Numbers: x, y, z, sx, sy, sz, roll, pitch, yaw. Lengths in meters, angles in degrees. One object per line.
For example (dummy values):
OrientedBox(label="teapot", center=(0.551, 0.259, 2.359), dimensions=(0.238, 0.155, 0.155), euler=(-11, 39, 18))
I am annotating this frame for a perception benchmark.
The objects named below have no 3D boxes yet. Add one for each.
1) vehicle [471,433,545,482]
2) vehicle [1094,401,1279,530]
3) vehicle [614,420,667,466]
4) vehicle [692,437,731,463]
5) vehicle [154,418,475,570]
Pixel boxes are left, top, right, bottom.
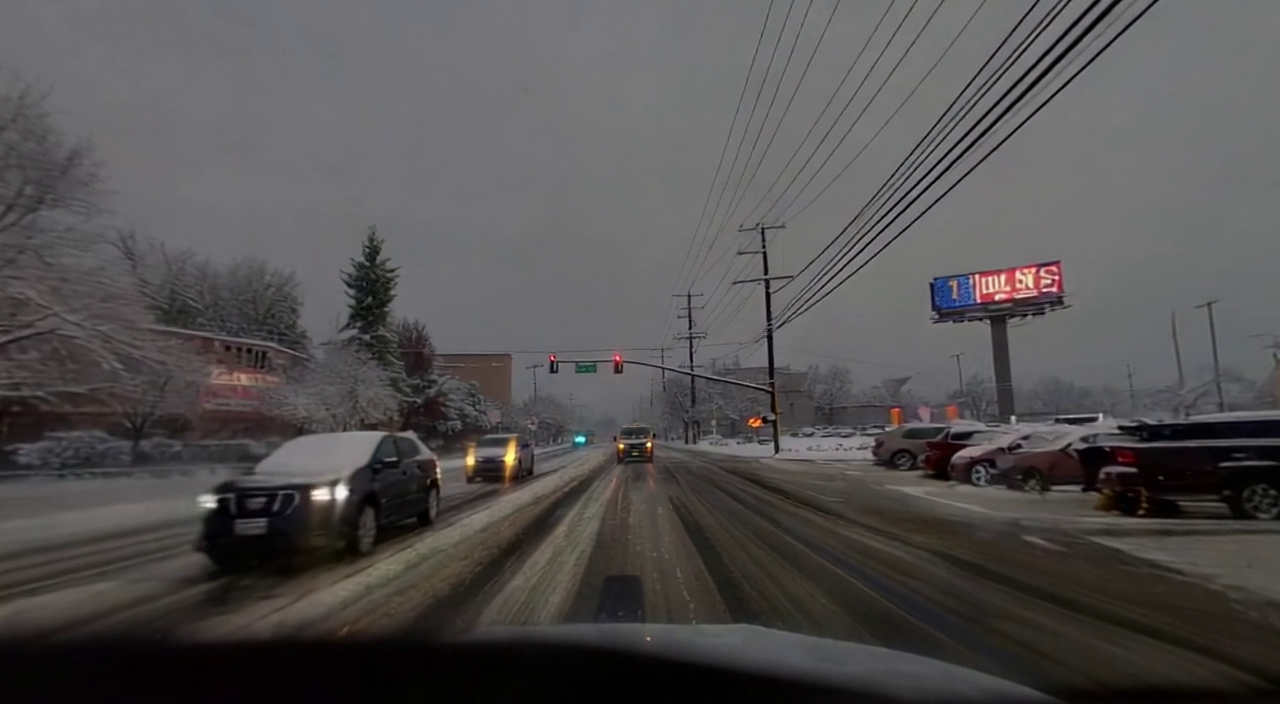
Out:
OrientedBox(label="vehicle", center=(-4.599, 3.746, 22.628), dimensions=(1.875, 1.595, 3.901), euler=(0, -8, -1))
OrientedBox(label="vehicle", center=(10.665, 1.752, 10.252), dimensions=(4.937, 1.827, 2.042), euler=(-1, -8, 0))
OrientedBox(label="vehicle", center=(0.033, 5.114, 35.502), dimensions=(2.683, 2.295, 6.404), euler=(0, -8, 0))
OrientedBox(label="vehicle", center=(4.453, 6.197, 40.043), dimensions=(1.926, 1.482, 4.442), euler=(0, -8, -1))
OrientedBox(label="vehicle", center=(-4.084, 1.862, 9.181), dimensions=(2.033, 1.572, 4.939), euler=(0, -8, 0))
